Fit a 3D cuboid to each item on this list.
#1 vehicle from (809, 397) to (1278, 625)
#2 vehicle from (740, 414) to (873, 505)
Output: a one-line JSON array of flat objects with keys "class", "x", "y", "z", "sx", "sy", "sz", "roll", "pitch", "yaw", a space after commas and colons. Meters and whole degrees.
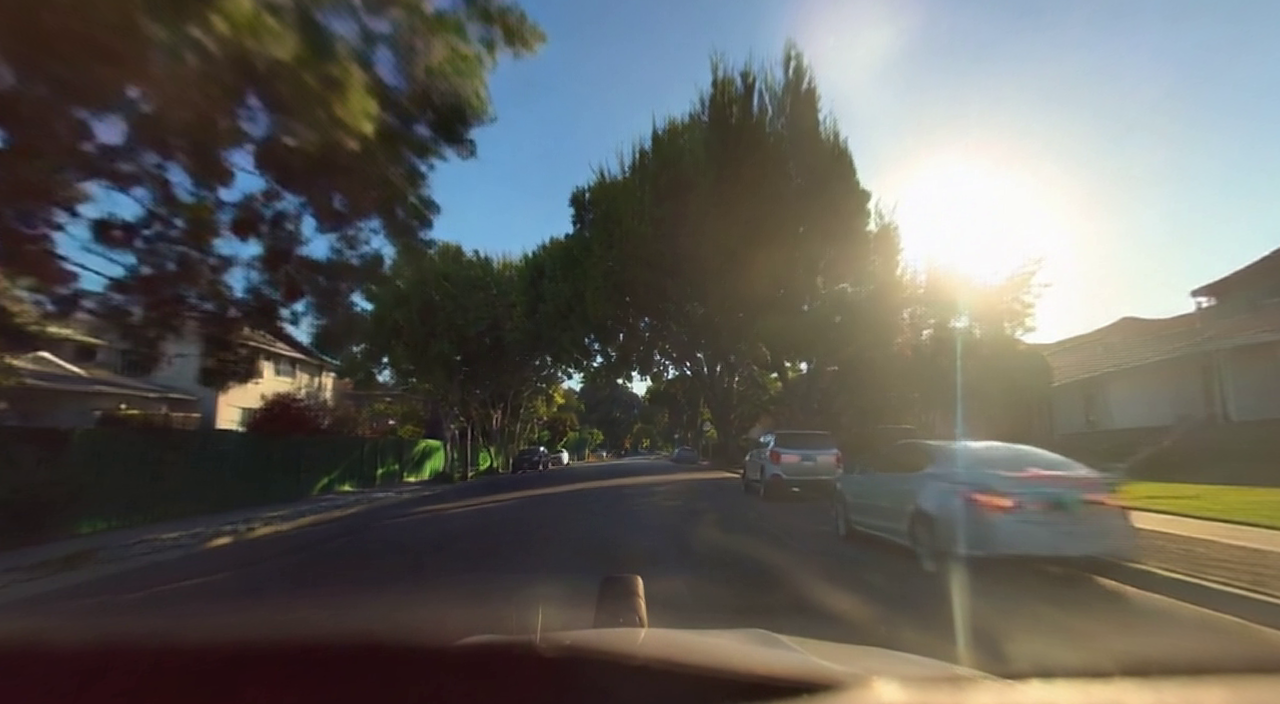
[{"class": "vehicle", "x": 3.636, "y": 1.522, "z": 7.167, "sx": 2.122, "sy": 1.673, "sz": 4.876, "roll": 0, "pitch": -8, "yaw": 1}, {"class": "vehicle", "x": 4.099, "y": 2.727, "z": 16.407, "sx": 2.220, "sy": 2.045, "sz": 4.139, "roll": 0, "pitch": -8, "yaw": -1}]
